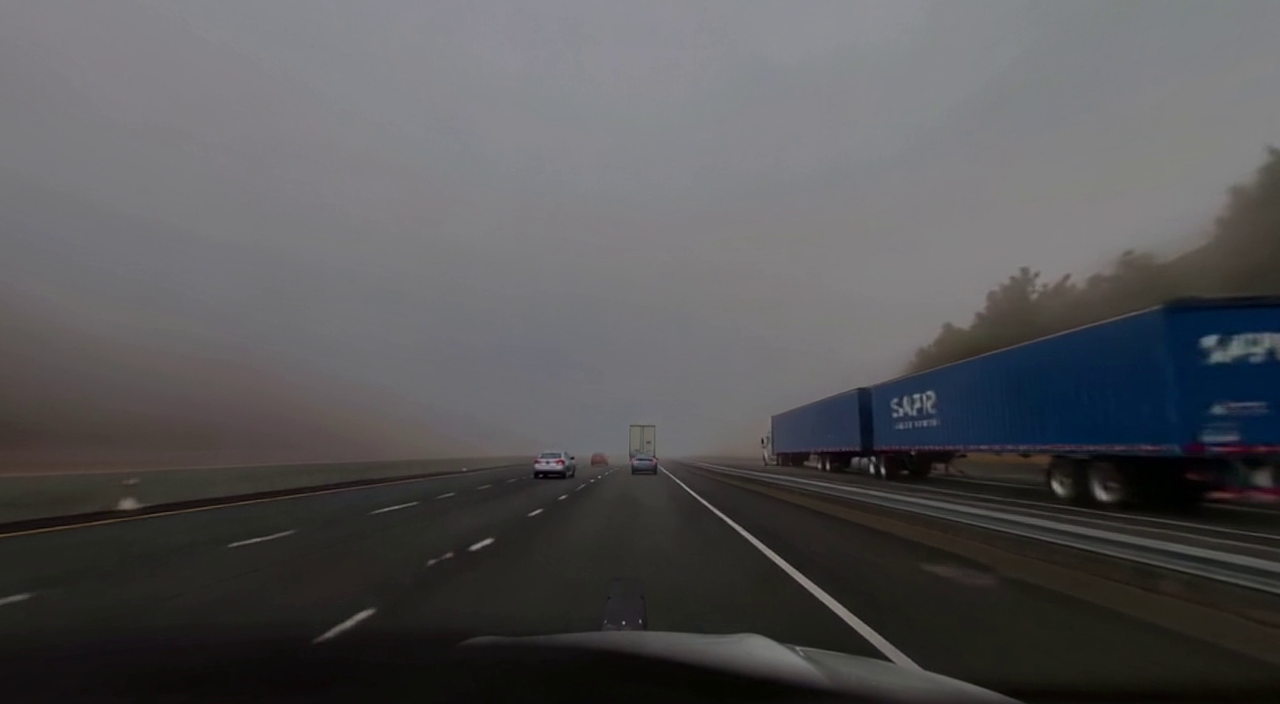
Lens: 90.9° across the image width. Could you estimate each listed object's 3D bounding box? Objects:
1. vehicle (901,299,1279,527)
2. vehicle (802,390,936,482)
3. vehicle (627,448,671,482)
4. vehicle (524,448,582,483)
[{"bbox_3d":[11.721,2.125,18.174,2.926,4.094,13.856,0,-9,2],"label":"vehicle"},{"bbox_3d":[11.629,4.553,33.443,3.020,4.143,9.468,1,-9,-3],"label":"vehicle"},{"bbox_3d":[0.386,5.345,29.942,1.991,1.507,3.391,0,-9,-1],"label":"vehicle"},{"bbox_3d":[-3.997,5.296,29.599,2.018,1.504,4.431,0,-9,1],"label":"vehicle"}]
